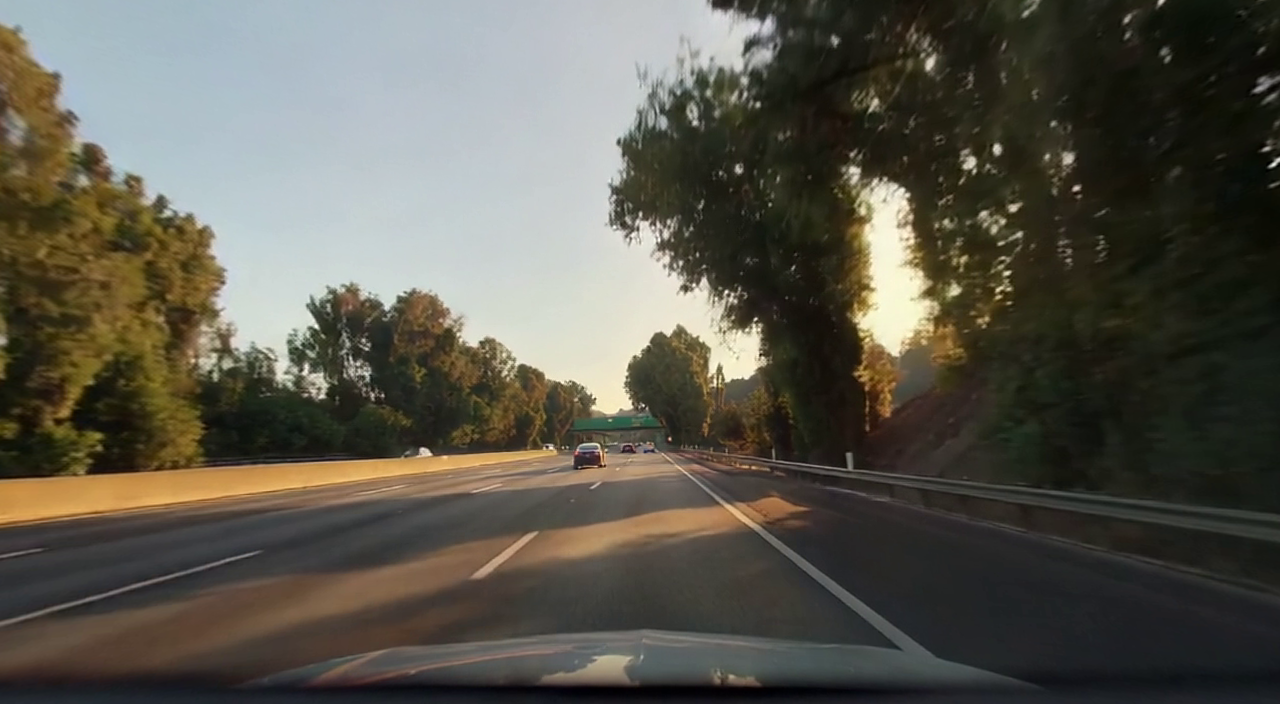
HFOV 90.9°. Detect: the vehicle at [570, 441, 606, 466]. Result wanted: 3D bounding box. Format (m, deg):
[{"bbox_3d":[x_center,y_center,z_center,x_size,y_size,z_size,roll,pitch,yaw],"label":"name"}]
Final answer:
[{"bbox_3d":[-3.467,6.833,42.654,1.993,1.589,3.898,0,-8,1],"label":"vehicle"}]
